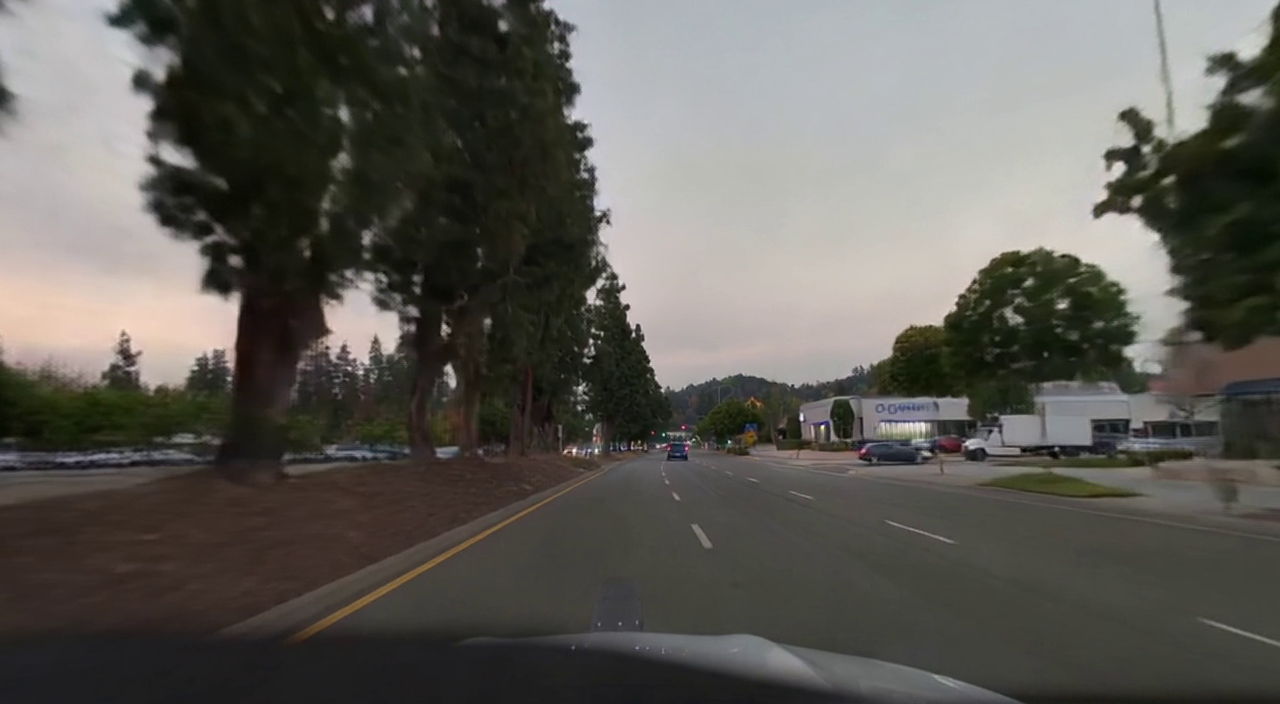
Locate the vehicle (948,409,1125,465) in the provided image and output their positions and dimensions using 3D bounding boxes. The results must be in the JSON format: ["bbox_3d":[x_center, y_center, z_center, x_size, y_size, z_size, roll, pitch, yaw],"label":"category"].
[{"bbox_3d":[30.388,6.529,48.750,11.456,3.682,3.010,-2,-7,-1],"label":"vehicle"}]

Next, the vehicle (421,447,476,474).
[{"bbox_3d":[-11.018,6.278,36.735,1.822,1.444,4.338,-1,-9,0],"label":"vehicle"}]

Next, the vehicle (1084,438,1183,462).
[{"bbox_3d":[31.352,6.239,40.207,4.610,1.452,2.009,0,-9,-1],"label":"vehicle"}]

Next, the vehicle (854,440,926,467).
[{"bbox_3d":[16.437,6.633,41.517,4.319,1.624,1.988,4,-10,-27],"label":"vehicle"}]
